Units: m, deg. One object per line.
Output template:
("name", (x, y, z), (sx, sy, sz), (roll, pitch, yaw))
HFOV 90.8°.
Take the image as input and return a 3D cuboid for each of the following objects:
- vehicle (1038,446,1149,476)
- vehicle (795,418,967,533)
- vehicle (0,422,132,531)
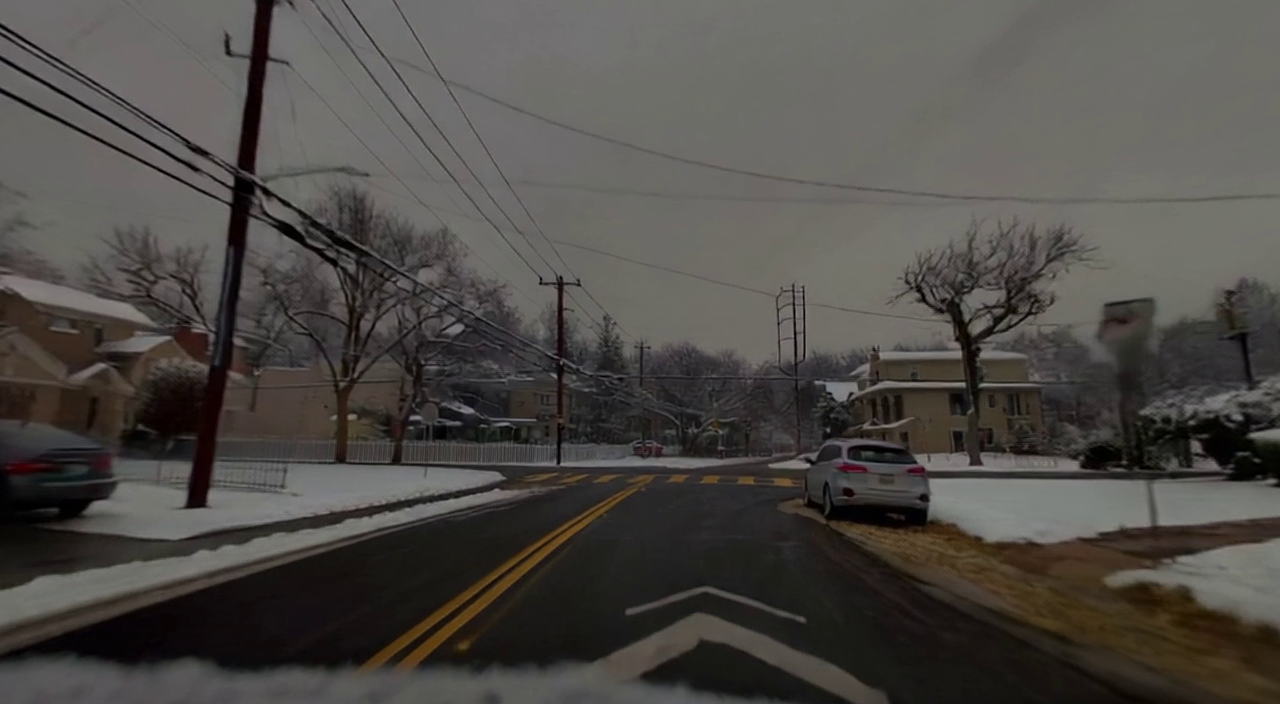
("vehicle", (24.243, 5.834, 33.958), (4.322, 1.499, 1.927), (-2, -9, 13))
("vehicle", (4.488, 2.349, 12.627), (2.070, 1.847, 4.457), (-1, -9, 6))
("vehicle", (-11.861, 2.083, 10.885), (4.632, 1.644, 1.986), (-1, -9, 6))
